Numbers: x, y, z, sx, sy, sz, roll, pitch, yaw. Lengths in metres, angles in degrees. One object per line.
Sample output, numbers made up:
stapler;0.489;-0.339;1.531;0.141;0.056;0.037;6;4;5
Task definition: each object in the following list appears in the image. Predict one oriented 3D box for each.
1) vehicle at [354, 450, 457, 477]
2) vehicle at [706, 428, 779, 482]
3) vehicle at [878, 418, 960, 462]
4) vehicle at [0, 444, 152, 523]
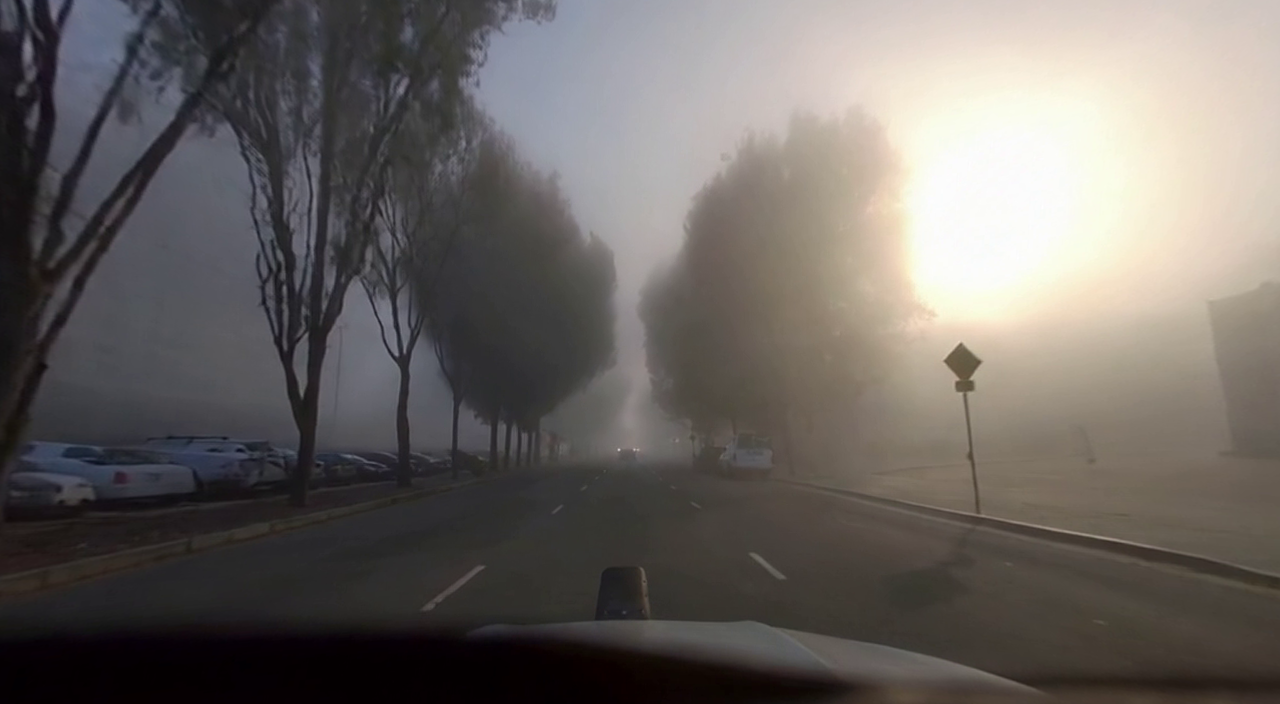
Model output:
vehicle;-13.857;6.604;37.496;5.269;1.491;2.133;0;-9;1
vehicle;5.156;5.330;32.771;2.596;2.509;6.178;0;-9;-2
vehicle;18.167;5.864;41.574;2.341;2.648;6.024;1;-9;-3
vehicle;-13.695;2.768;13.585;4.561;1.531;2.147;0;-9;1
